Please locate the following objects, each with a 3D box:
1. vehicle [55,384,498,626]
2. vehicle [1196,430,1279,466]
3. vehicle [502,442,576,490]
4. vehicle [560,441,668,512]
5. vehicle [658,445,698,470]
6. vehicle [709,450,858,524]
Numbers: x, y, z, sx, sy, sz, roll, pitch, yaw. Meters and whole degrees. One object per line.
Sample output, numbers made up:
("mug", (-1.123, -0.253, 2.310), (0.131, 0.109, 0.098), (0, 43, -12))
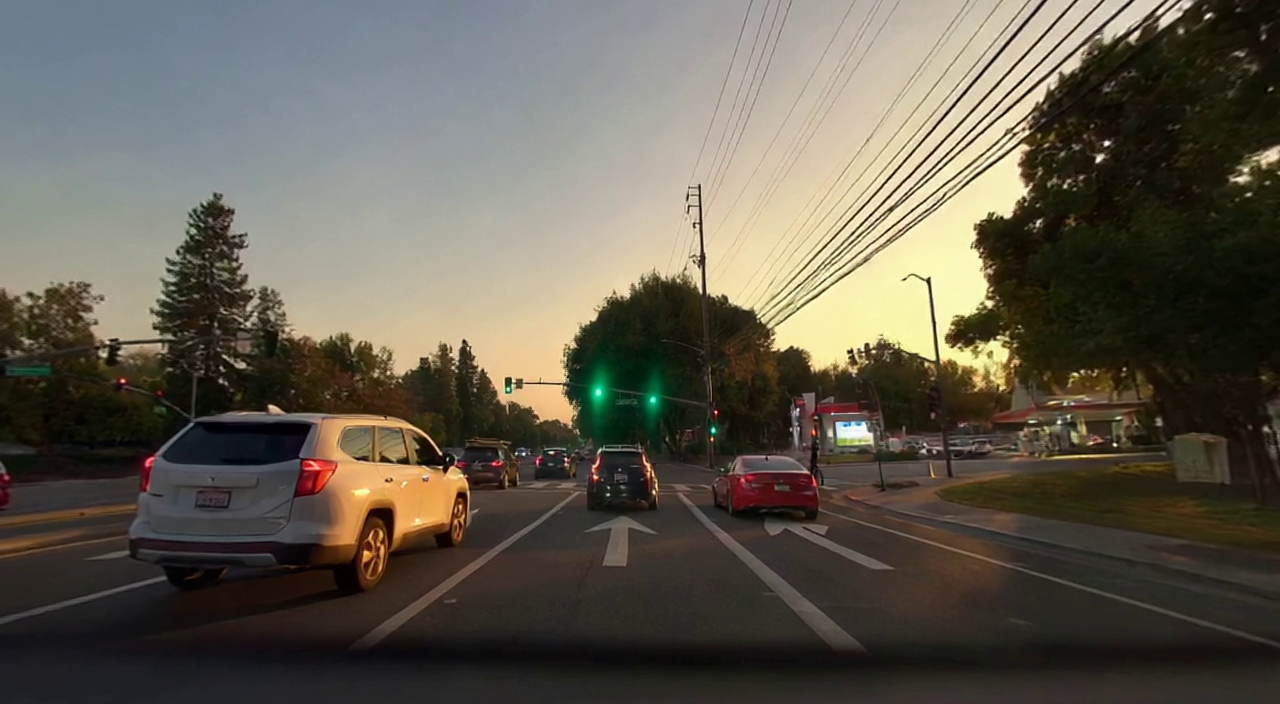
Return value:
("vehicle", (-2.997, 1.381, 6.651), (1.922, 1.642, 4.547), (0, -8, 0))
("vehicle", (23.883, 3.617, 23.844), (1.787, 1.301, 4.365), (0, -8, -1))
("vehicle", (-3.485, 4.007, 22.593), (1.953, 1.530, 4.335), (0, -8, 0))
("vehicle", (-0.593, 2.852, 15.028), (2.189, 1.437, 4.135), (0, -8, -2))
("vehicle", (2.319, 6.646, 40.157), (2.069, 1.464, 4.599), (0, -8, -3))
("vehicle", (2.846, 2.784, 13.677), (2.065, 1.302, 4.416), (0, -8, -2))
